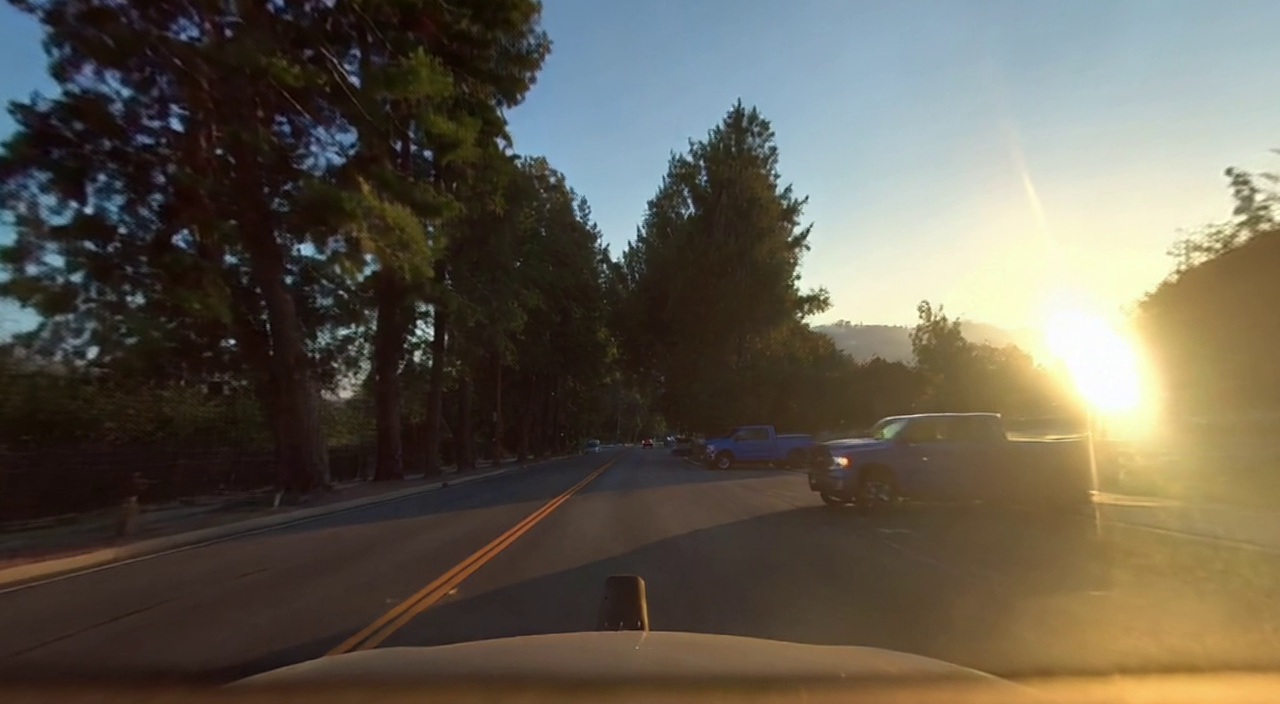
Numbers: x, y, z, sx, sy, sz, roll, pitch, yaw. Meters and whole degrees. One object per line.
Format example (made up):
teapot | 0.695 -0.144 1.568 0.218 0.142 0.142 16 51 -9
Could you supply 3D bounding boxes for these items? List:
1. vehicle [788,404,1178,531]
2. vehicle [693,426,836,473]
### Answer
vehicle | 6.003 2.104 11.818 5.797 2.070 2.502 0 -8 -1
vehicle | 6.227 4.980 32.369 6.645 2.298 2.763 0 -9 -3
